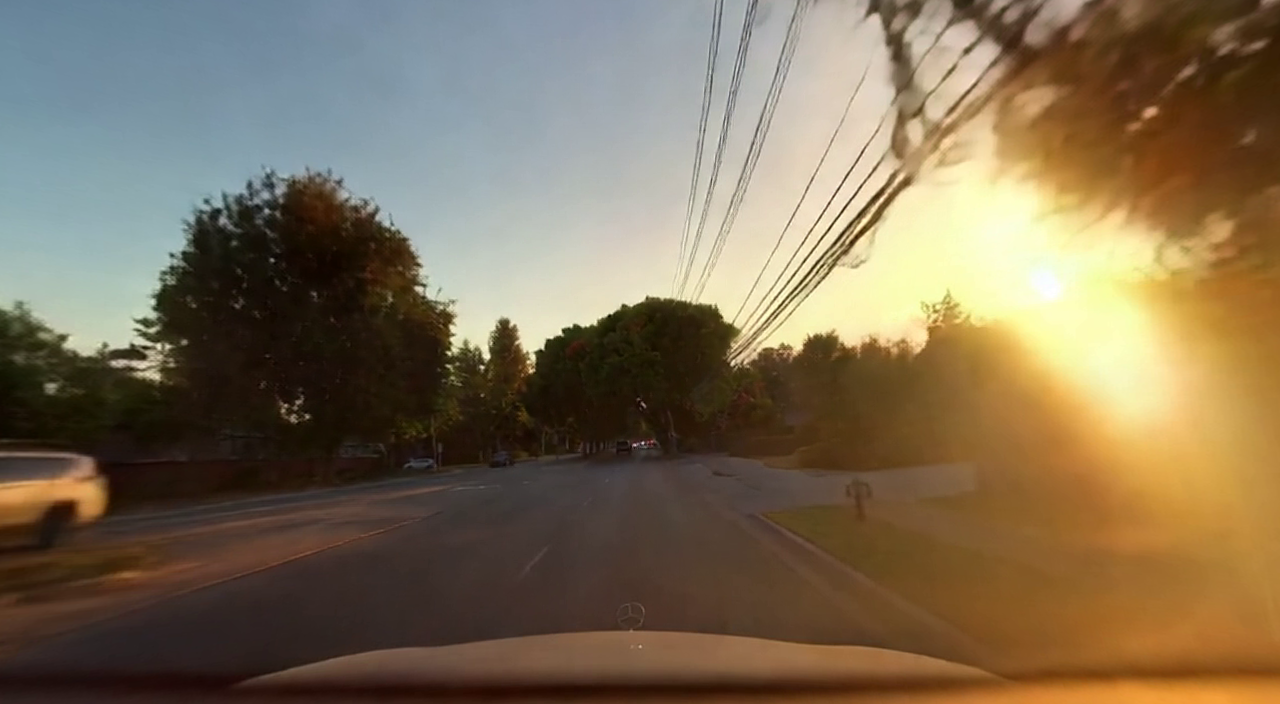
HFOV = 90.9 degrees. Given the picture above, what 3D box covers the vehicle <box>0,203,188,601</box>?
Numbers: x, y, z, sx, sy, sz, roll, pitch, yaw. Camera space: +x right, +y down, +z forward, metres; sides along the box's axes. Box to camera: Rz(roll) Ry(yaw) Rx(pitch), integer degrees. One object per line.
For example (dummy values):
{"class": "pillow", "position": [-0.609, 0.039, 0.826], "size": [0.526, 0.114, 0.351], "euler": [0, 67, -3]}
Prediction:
{"class": "vehicle", "position": [-7.031, 0.567, 6.327], "size": [2.365, 3.642, 3.374], "euler": [-4, -8, 2]}
